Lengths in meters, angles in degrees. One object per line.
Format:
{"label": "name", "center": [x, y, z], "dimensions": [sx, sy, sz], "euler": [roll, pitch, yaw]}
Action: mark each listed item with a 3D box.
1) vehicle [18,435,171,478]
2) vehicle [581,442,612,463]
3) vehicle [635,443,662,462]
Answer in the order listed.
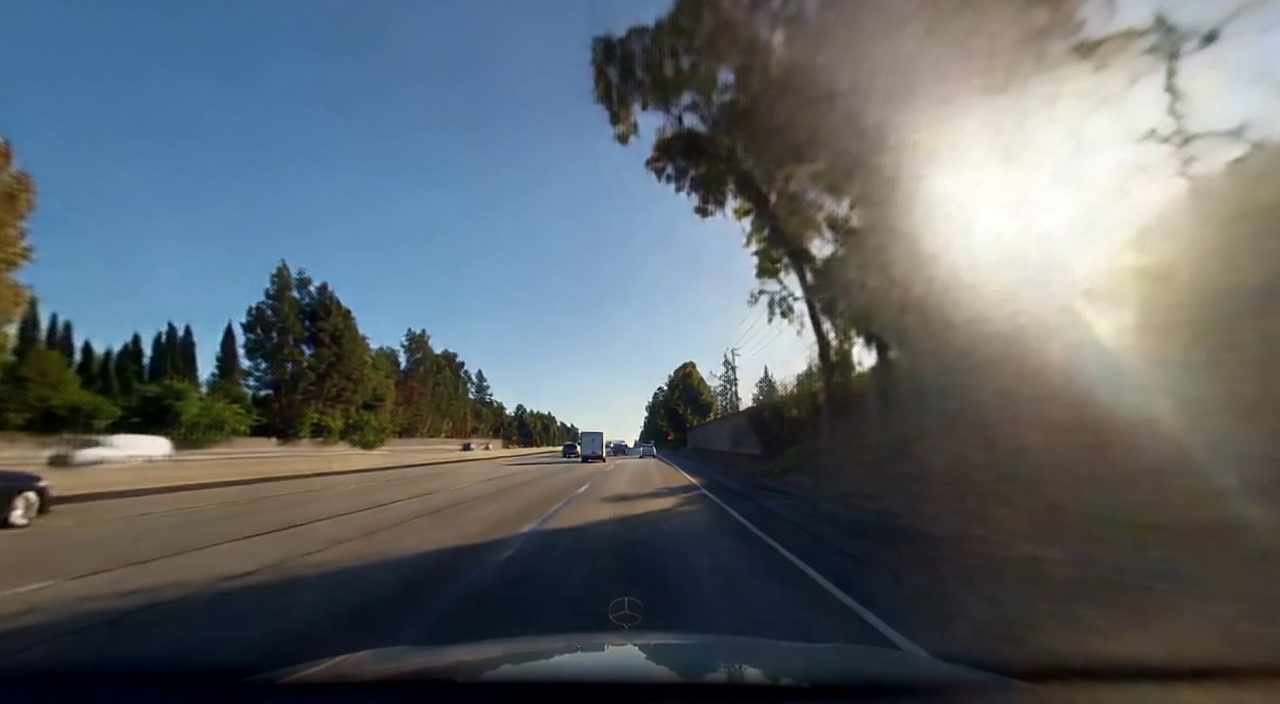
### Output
{"label": "vehicle", "center": [-29.266, 5.619, 34.127], "dimensions": [2.366, 2.109, 6.534], "euler": [0, -8, 1]}
{"label": "vehicle", "center": [-3.288, 7.715, 48.299], "dimensions": [2.046, 1.478, 4.111], "euler": [0, -8, 0]}
{"label": "vehicle", "center": [0.637, 7.855, 49.309], "dimensions": [2.057, 1.453, 3.926], "euler": [0, -8, 0]}
